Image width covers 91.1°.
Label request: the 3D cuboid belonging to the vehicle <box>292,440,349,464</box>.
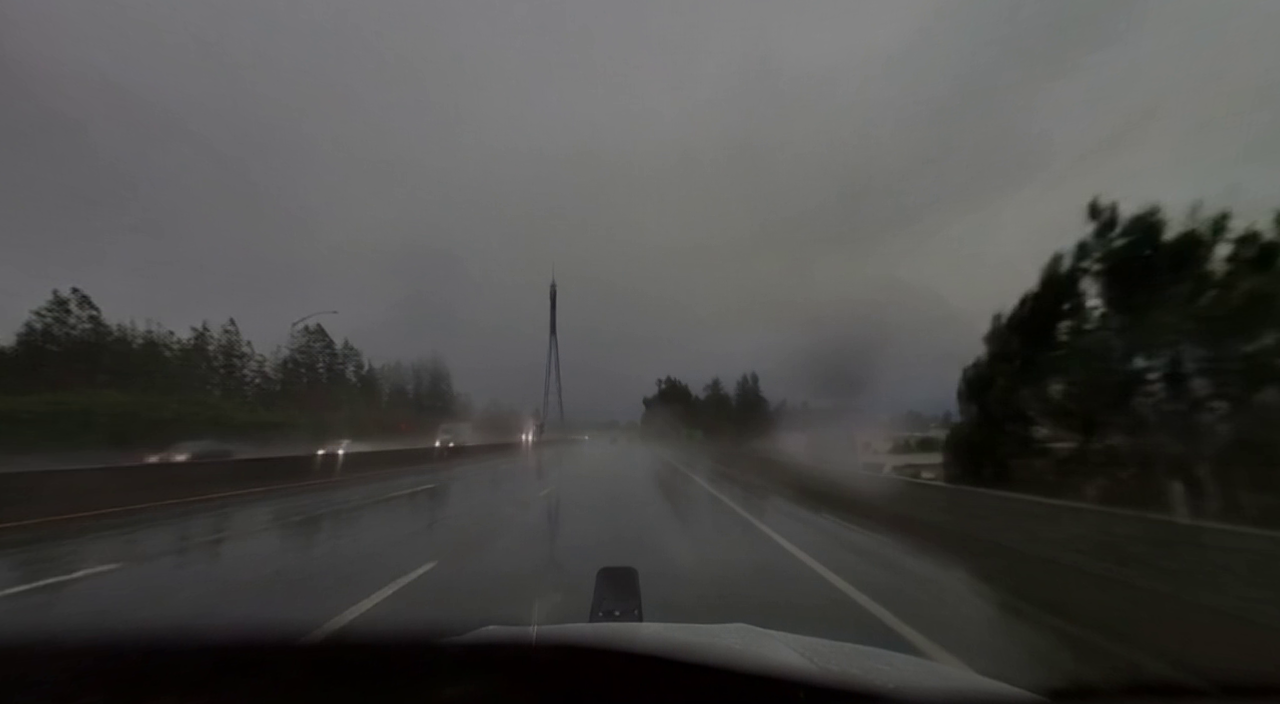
[{"bbox_3d":[-20.900,6.518,41.252,1.743,1.499,3.723,0,-8,0],"label":"vehicle"}]
